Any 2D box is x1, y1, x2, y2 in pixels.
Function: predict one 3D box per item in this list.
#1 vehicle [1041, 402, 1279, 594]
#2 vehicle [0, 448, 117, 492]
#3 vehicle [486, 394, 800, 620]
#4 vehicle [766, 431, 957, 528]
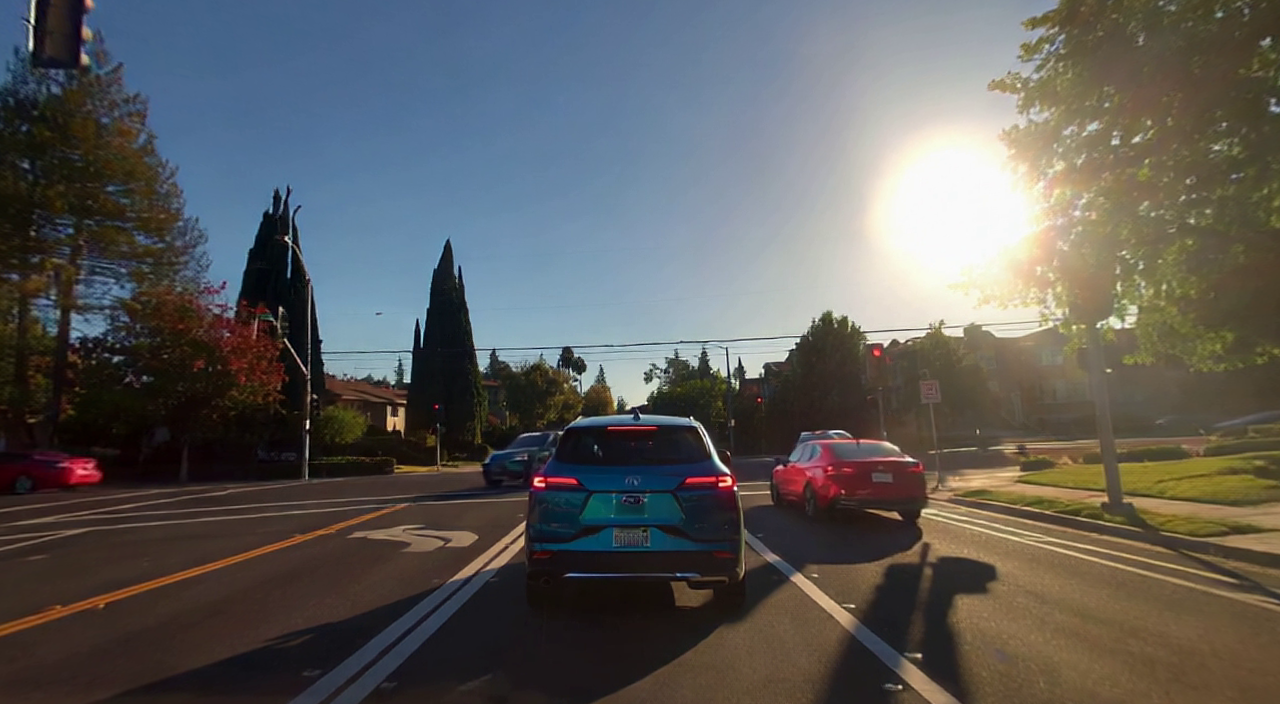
[{"bbox_3d":[7.028,1.535,7.044,1.989,1.791,4.735,0,-8,1],"label":"vehicle"},{"bbox_3d":[-22.057,4.197,22.542,4.723,1.486,1.800,4,-9,-25],"label":"vehicle"},{"bbox_3d":[0.053,1.469,6.938,2.322,1.667,4.367,0,-8,1],"label":"vehicle"},{"bbox_3d":[3.979,2.370,12.389,2.077,1.527,4.755,0,-8,1],"label":"vehicle"}]
